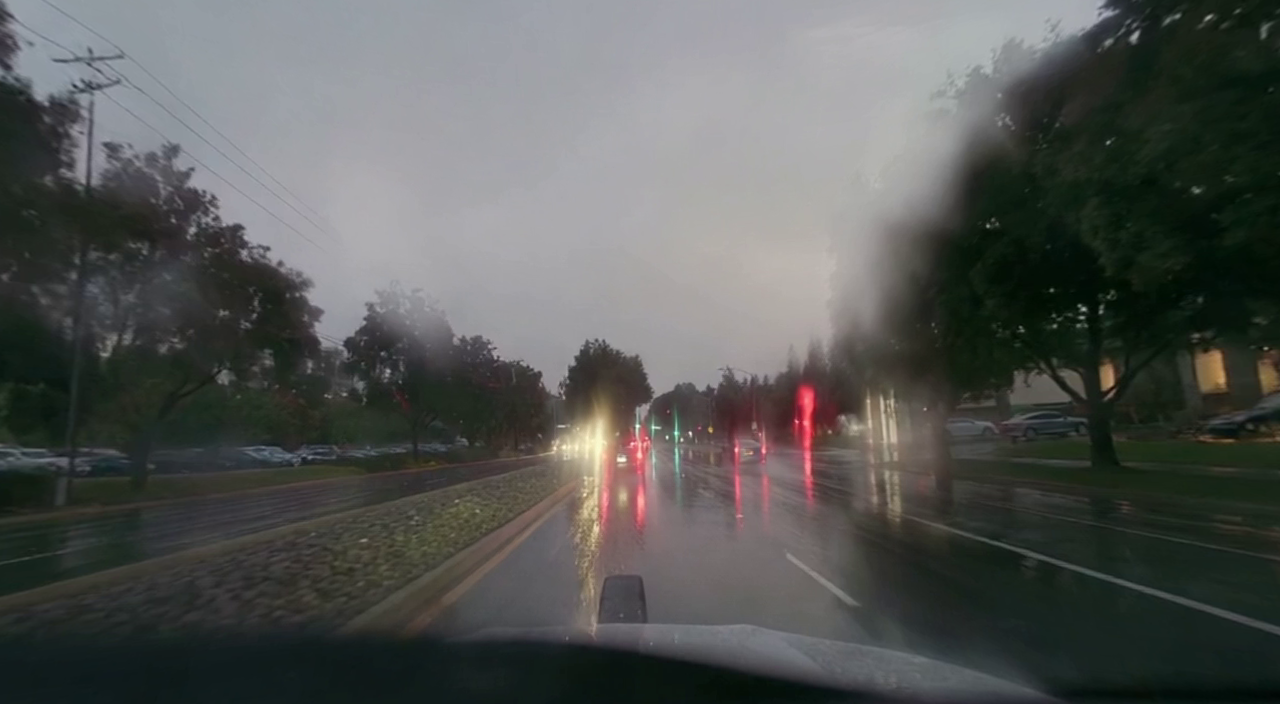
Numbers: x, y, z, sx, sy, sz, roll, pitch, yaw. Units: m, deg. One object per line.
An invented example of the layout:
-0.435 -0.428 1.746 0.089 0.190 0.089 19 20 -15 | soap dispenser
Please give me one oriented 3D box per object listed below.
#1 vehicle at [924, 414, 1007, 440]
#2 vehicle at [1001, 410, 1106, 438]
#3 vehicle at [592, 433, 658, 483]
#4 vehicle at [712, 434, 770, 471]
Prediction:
22.247 5.166 43.248 4.531 1.432 1.949 -4 -8 0 | vehicle
22.607 3.951 34.636 4.441 1.444 1.870 0 -7 0 | vehicle
-0.477 3.811 22.967 2.181 1.639 4.127 0 -8 0 | vehicle
4.703 4.722 29.952 1.987 1.613 4.081 0 -8 -1 | vehicle
